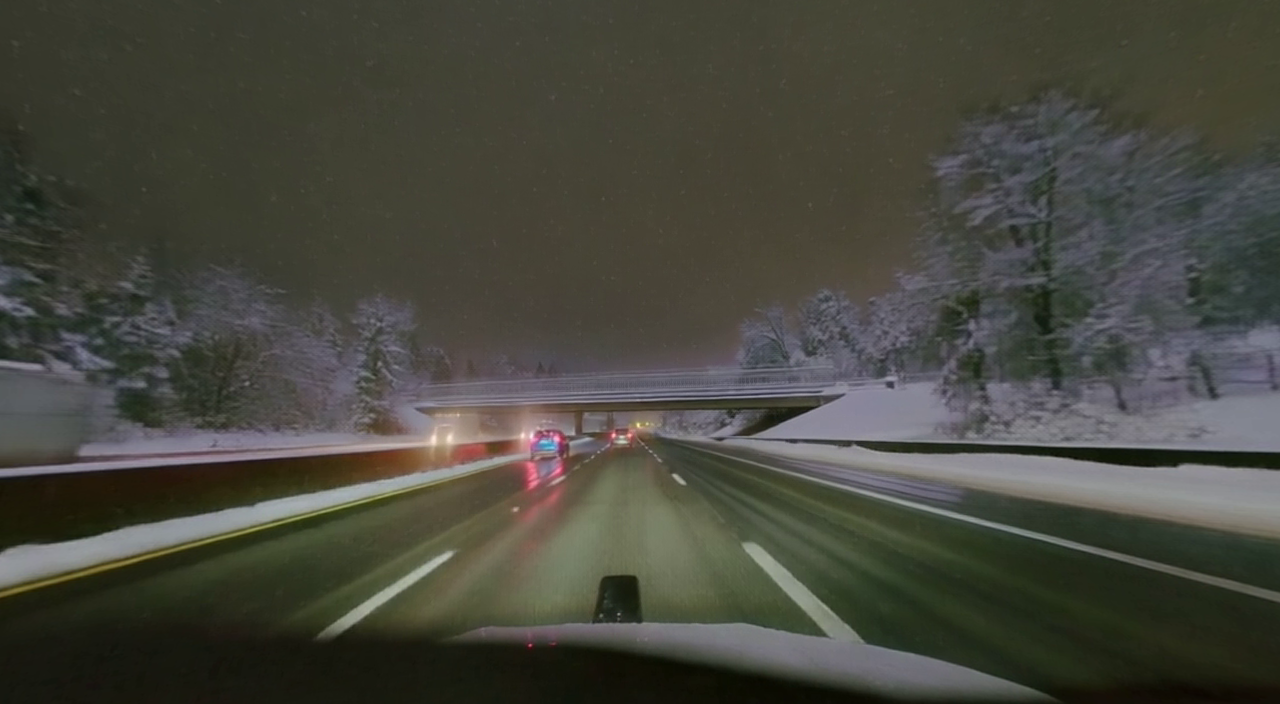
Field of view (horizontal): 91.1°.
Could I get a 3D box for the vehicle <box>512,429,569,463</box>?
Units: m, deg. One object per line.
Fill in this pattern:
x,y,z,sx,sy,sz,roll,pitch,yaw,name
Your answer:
-4.798,4.606,30.961,2.017,1.537,4.496,0,-8,0,vehicle

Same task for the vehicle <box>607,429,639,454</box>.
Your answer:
-1.120,6.123,43.253,2.116,1.625,4.004,0,-8,0,vehicle
